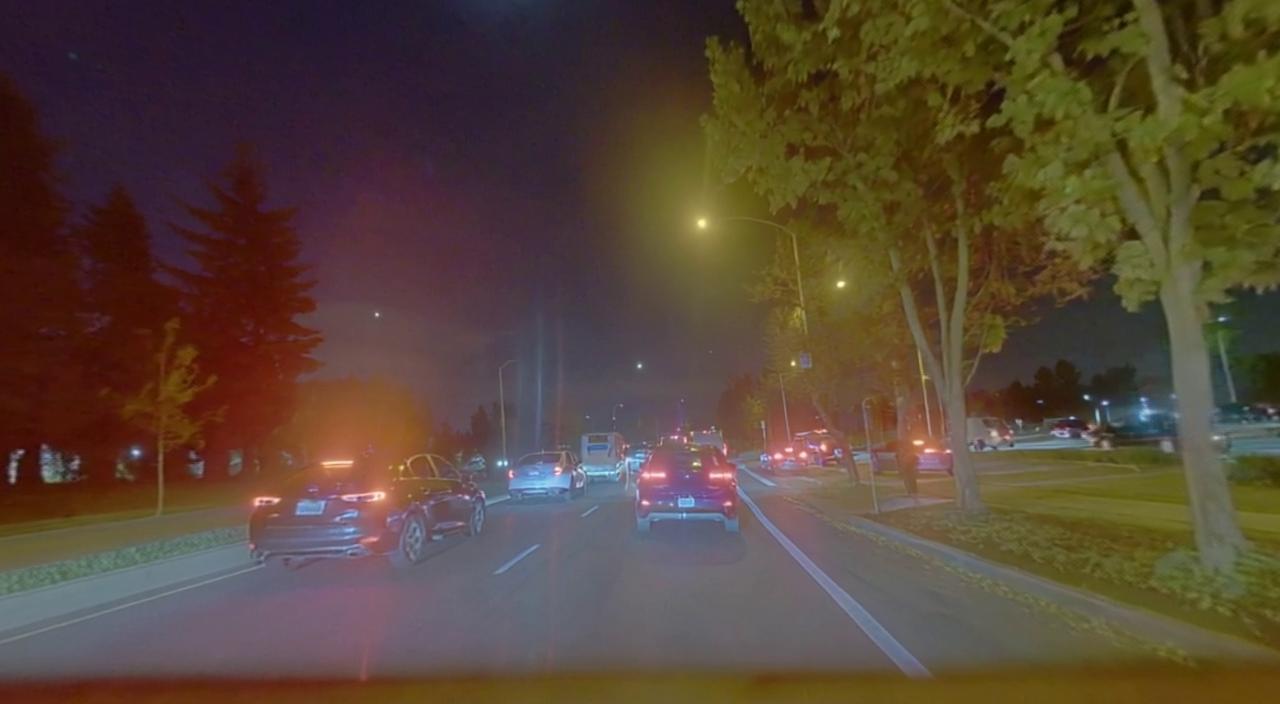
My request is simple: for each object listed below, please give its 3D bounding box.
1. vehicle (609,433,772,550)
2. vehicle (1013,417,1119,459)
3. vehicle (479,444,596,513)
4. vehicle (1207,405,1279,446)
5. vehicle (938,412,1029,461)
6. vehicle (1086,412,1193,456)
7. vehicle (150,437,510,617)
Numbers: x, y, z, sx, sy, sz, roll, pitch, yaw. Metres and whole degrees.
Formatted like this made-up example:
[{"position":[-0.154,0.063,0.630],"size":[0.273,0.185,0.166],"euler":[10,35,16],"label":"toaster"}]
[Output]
[{"position":[0.777,2.172,10.481],"size":[2.142,1.528,4.133],"euler":[-1,-9,3],"label":"vehicle"},{"position":[18.169,3.737,27.104],"size":[1.803,1.518,3.893],"euler":[-6,-9,2],"label":"vehicle"},{"position":[-2.435,3.139,16.160],"size":[1.870,1.490,4.187],"euler":[-1,-9,6],"label":"vehicle"},{"position":[25.004,3.003,25.277],"size":[1.641,1.497,3.568],"euler":[-2,-9,13],"label":"vehicle"},{"position":[14.846,3.761,27.559],"size":[2.288,1.933,4.612],"euler":[-2,-9,14],"label":"vehicle"},{"position":[20.826,3.461,26.481],"size":[1.902,1.529,3.937],"euler":[-7,-9,14],"label":"vehicle"},{"position":[-3.131,1.828,7.592],"size":[1.940,1.502,4.241],"euler":[-1,-9,4],"label":"vehicle"}]
